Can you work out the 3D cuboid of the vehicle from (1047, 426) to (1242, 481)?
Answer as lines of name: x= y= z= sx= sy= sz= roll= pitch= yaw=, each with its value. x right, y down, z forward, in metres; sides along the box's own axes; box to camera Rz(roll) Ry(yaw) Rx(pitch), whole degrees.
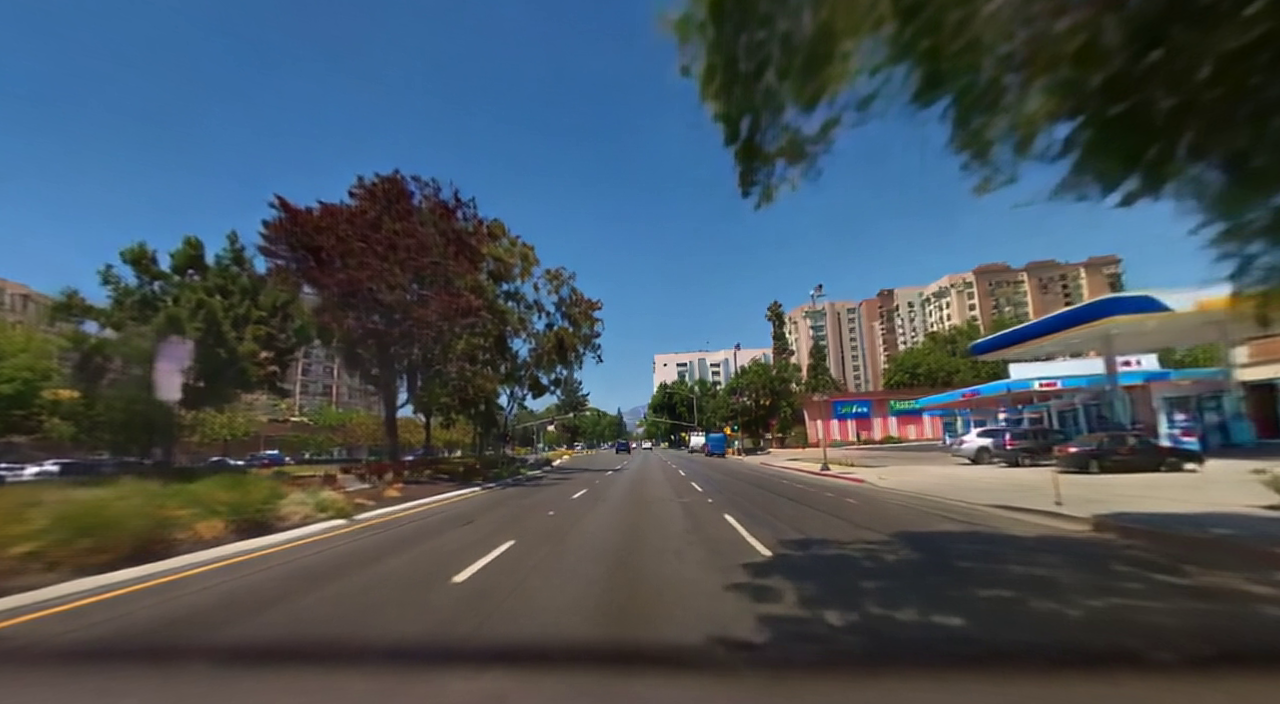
vehicle: x=15.111 y=3.012 z=18.982 sx=4.510 sy=1.517 sz=2.035 roll=1 pitch=-8 yaw=-12
